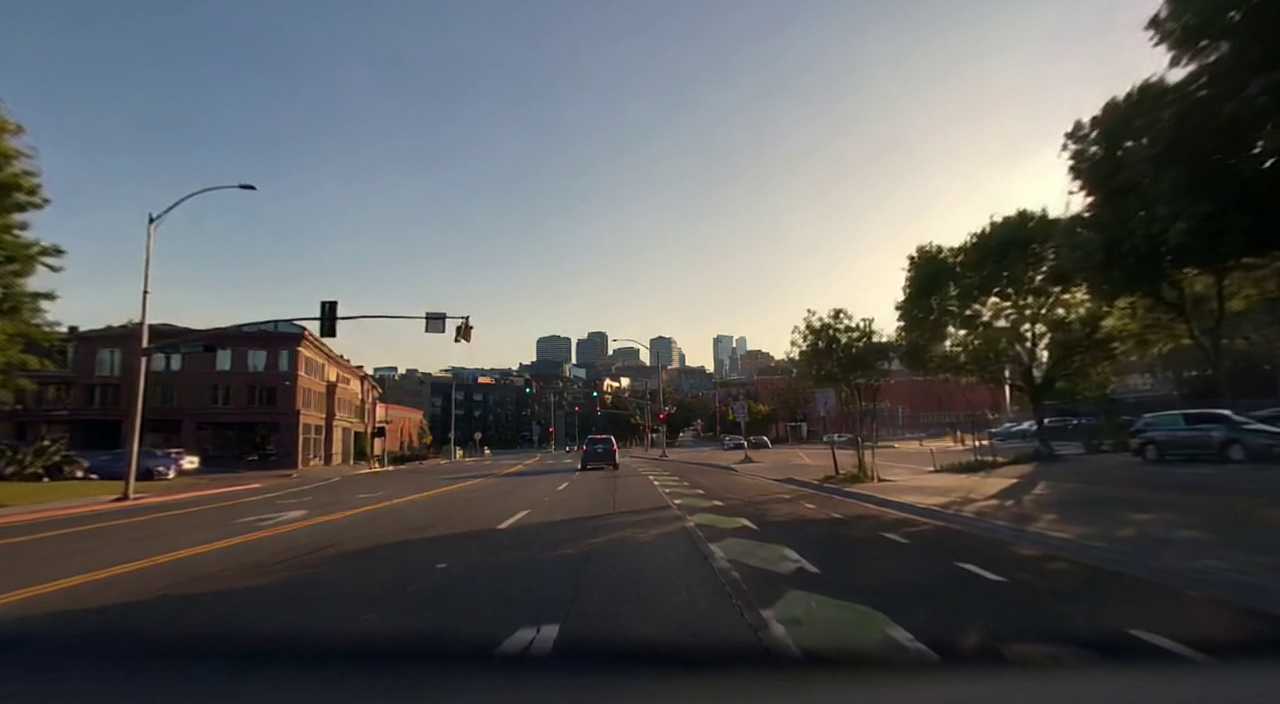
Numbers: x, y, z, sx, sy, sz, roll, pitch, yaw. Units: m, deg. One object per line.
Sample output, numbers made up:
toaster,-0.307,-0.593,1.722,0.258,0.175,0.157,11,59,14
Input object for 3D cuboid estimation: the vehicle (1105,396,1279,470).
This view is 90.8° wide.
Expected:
vehicle,14.534,2.119,16.436,1.858,1.681,3.860,0,-8,0

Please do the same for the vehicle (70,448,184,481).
vehicle,-26.260,5.755,32.611,1.876,1.503,4.910,0,-8,-1

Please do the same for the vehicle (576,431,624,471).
vehicle,-2.017,4.952,31.859,2.230,1.827,4.298,0,-8,-4
